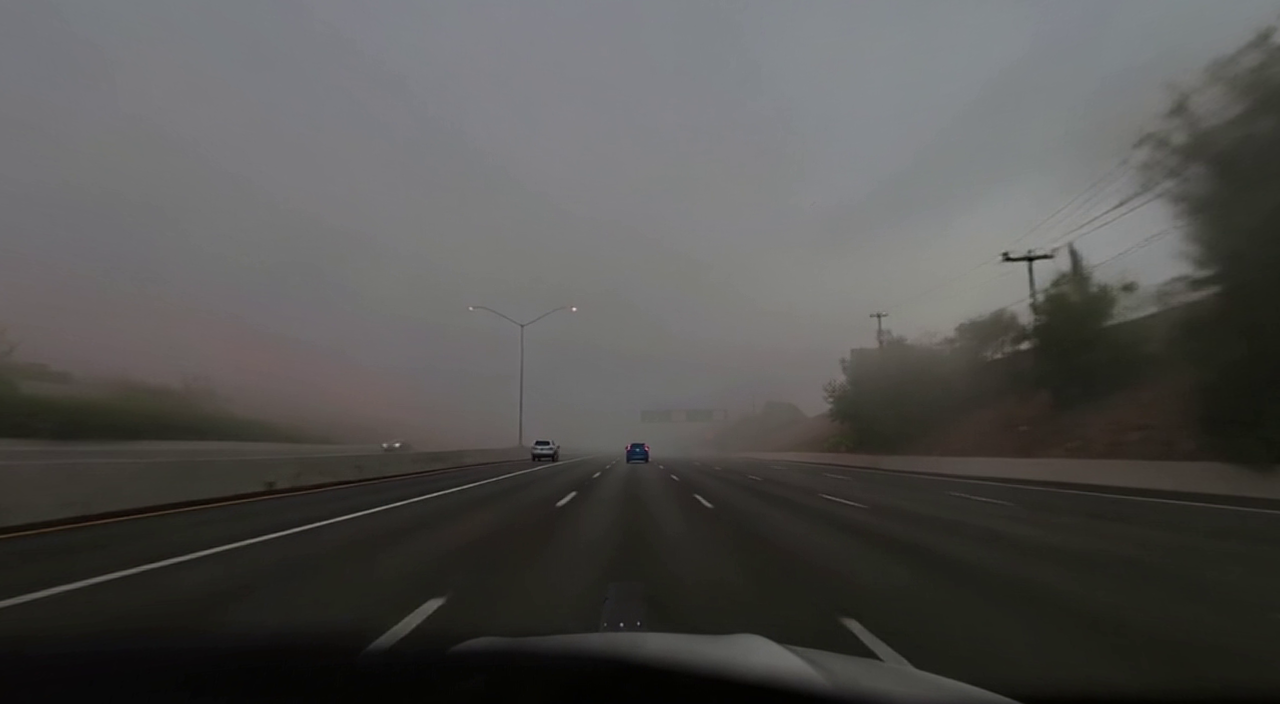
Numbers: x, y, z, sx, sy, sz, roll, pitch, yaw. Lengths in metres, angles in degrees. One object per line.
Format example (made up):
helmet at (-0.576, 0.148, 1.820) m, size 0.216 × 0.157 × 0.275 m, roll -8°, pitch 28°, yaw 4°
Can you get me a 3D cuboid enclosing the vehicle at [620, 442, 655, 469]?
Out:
vehicle at (-0.174, 6.434, 39.464) m, size 2.074 × 1.574 × 3.971 m, roll 0°, pitch -8°, yaw -1°
